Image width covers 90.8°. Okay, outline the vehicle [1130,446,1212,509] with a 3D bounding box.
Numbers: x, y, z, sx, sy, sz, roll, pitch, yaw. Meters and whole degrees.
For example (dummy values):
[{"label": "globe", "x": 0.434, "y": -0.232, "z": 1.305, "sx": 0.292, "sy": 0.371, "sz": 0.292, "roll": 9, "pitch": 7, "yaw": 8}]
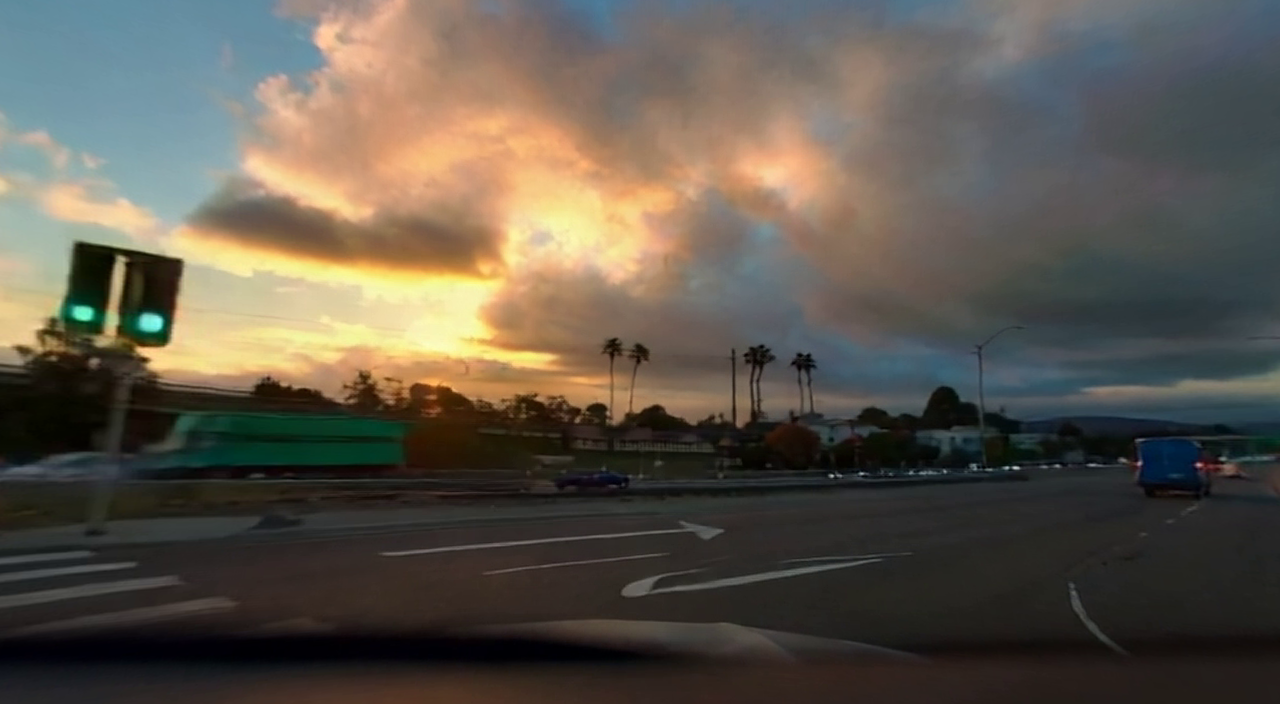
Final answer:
[{"label": "vehicle", "x": 27.889, "y": 6.511, "z": 33.130, "sx": 4.180, "sy": 3.020, "sz": 2.606, "roll": 11, "pitch": -14, "yaw": -44}]
